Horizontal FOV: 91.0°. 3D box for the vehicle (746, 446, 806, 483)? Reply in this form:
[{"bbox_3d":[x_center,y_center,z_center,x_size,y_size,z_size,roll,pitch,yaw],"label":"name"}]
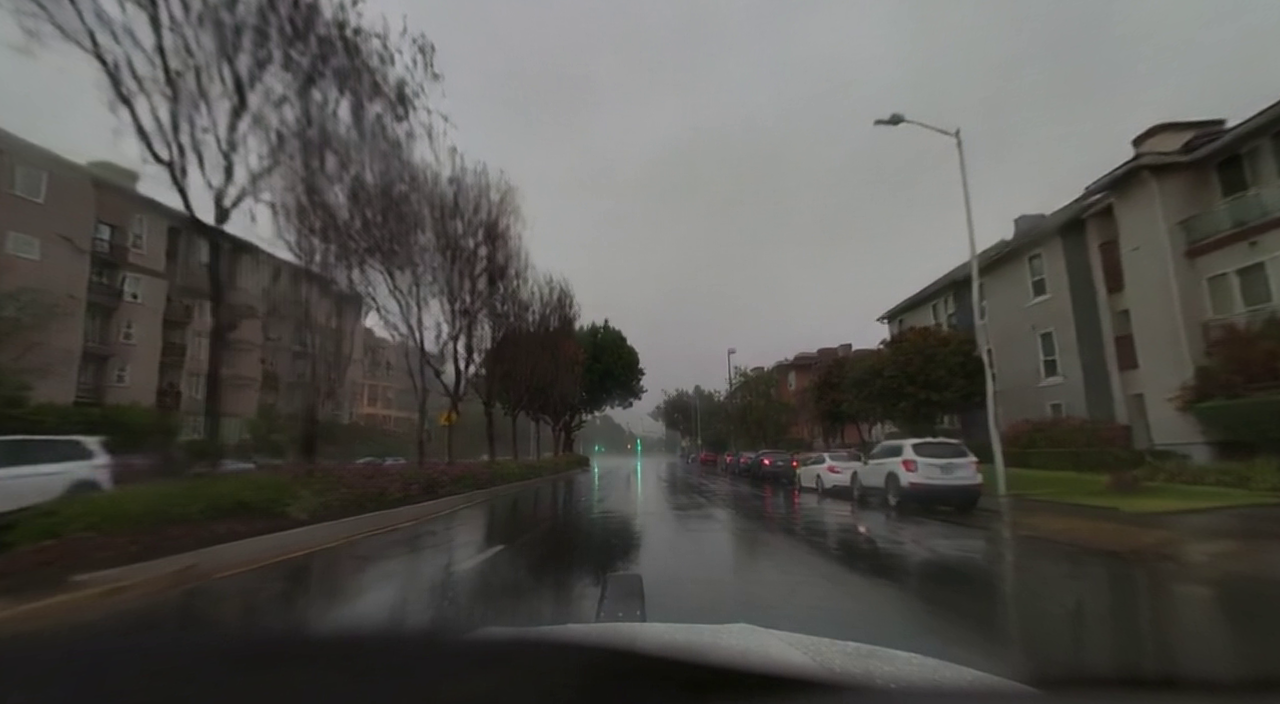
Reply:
[{"bbox_3d":[6.850,5.702,32.125,2.078,1.699,4.292,0,-9,0],"label":"vehicle"}]

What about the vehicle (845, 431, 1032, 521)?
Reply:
[{"bbox_3d":[7.099,2.996,15.741,2.241,1.877,4.810,0,-9,0],"label":"vehicle"}]

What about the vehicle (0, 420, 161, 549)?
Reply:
[{"bbox_3d":[-11.814,2.253,10.768,2.445,2.105,5.995,0,-9,0],"label":"vehicle"}]

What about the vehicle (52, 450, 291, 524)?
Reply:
[{"bbox_3d":[-11.800,3.400,16.458,2.629,1.623,4.633,0,-9,1],"label":"vehicle"}]
